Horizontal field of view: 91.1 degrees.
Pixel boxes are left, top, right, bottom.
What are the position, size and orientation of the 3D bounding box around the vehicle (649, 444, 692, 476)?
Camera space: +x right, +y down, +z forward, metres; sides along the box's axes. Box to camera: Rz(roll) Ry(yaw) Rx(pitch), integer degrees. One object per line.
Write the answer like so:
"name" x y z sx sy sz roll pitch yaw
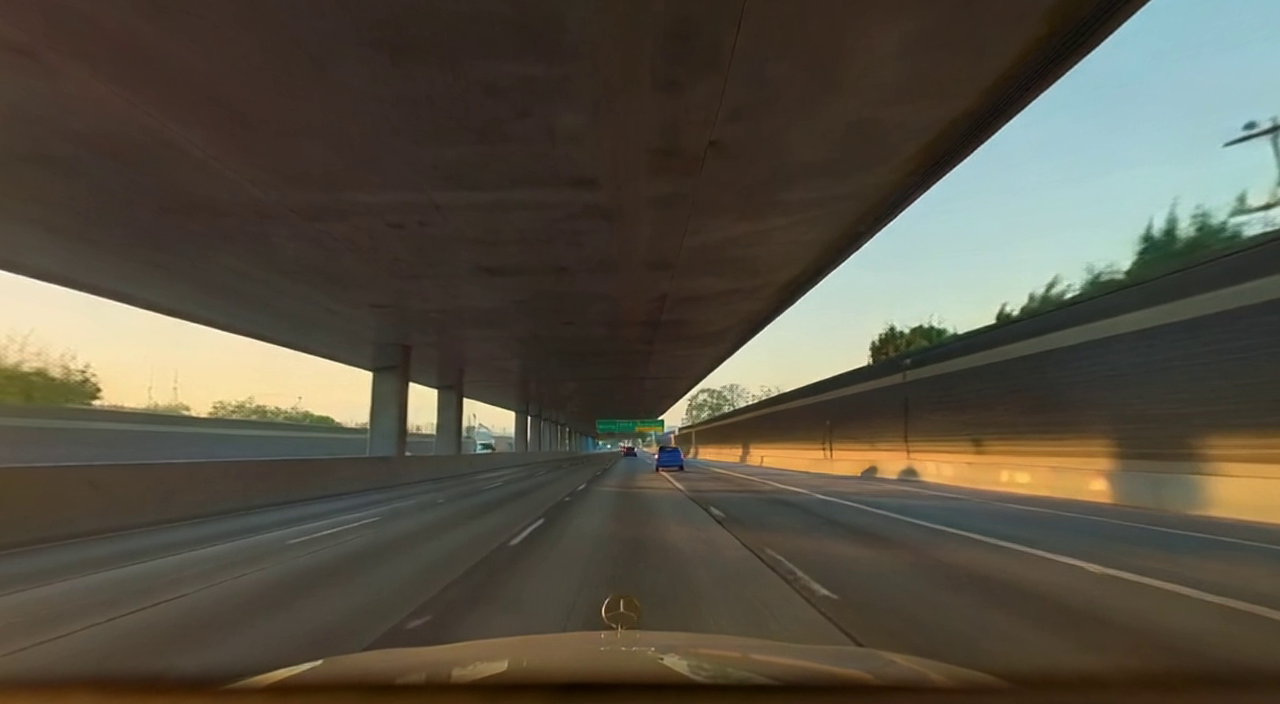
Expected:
"vehicle" 1.475 5.513 32.371 2.055 1.501 4.321 0 -9 1
